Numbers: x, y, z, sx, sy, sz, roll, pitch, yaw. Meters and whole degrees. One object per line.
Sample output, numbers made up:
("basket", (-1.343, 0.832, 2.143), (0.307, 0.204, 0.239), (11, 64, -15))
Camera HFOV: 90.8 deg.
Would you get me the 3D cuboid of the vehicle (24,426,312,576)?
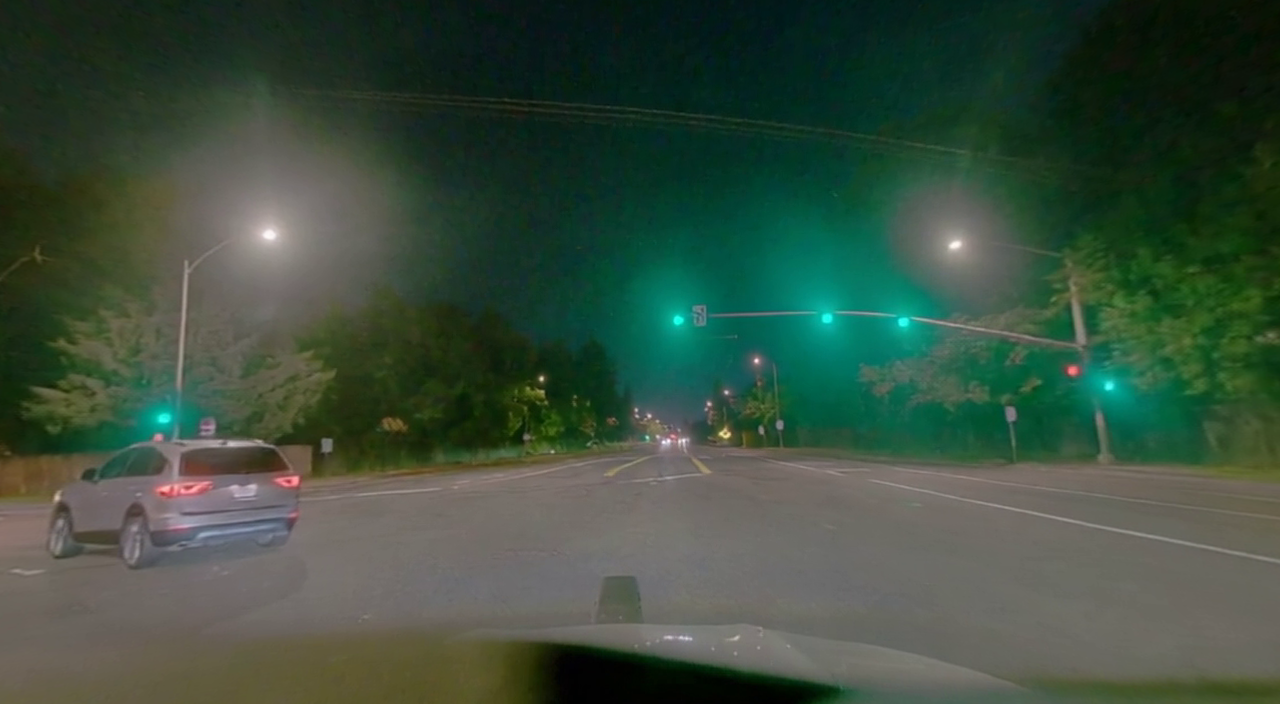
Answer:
("vehicle", (-7.581, 2.183, 10.065), (4.580, 1.827, 2.230), (-7, -10, 35))
